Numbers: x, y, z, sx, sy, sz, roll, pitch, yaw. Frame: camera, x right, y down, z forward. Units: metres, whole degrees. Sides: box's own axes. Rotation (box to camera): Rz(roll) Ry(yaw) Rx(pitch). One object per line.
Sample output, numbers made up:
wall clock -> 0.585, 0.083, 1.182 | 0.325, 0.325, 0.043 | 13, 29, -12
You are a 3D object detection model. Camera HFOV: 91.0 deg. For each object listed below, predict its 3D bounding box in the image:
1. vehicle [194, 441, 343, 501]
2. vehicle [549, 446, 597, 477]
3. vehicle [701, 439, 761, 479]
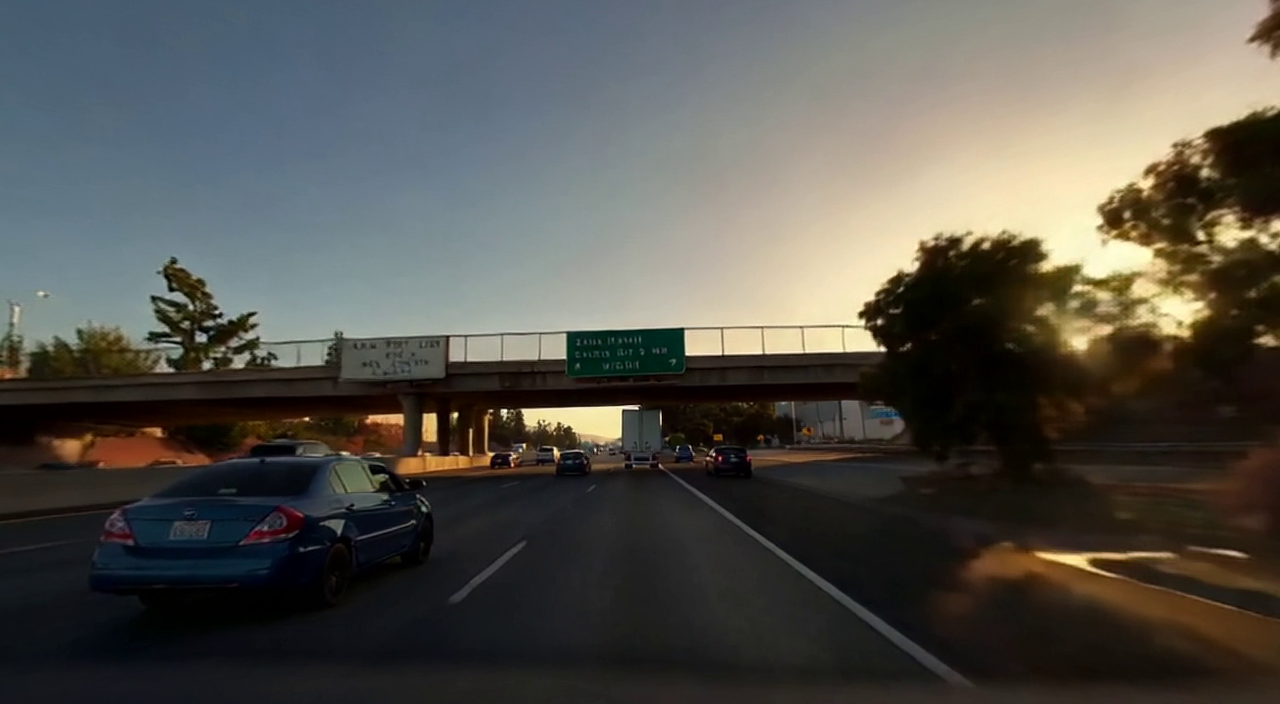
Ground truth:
vehicle -> -11.220, 3.610, 19.466 | 1.966, 1.627, 4.258 | 0, -9, 0
vehicle -> -3.566, 5.909, 34.296 | 2.083, 1.576, 4.307 | 0, -9, 1
vehicle -> 4.131, 4.965, 29.413 | 2.107, 1.707, 4.445 | 0, -9, 0
